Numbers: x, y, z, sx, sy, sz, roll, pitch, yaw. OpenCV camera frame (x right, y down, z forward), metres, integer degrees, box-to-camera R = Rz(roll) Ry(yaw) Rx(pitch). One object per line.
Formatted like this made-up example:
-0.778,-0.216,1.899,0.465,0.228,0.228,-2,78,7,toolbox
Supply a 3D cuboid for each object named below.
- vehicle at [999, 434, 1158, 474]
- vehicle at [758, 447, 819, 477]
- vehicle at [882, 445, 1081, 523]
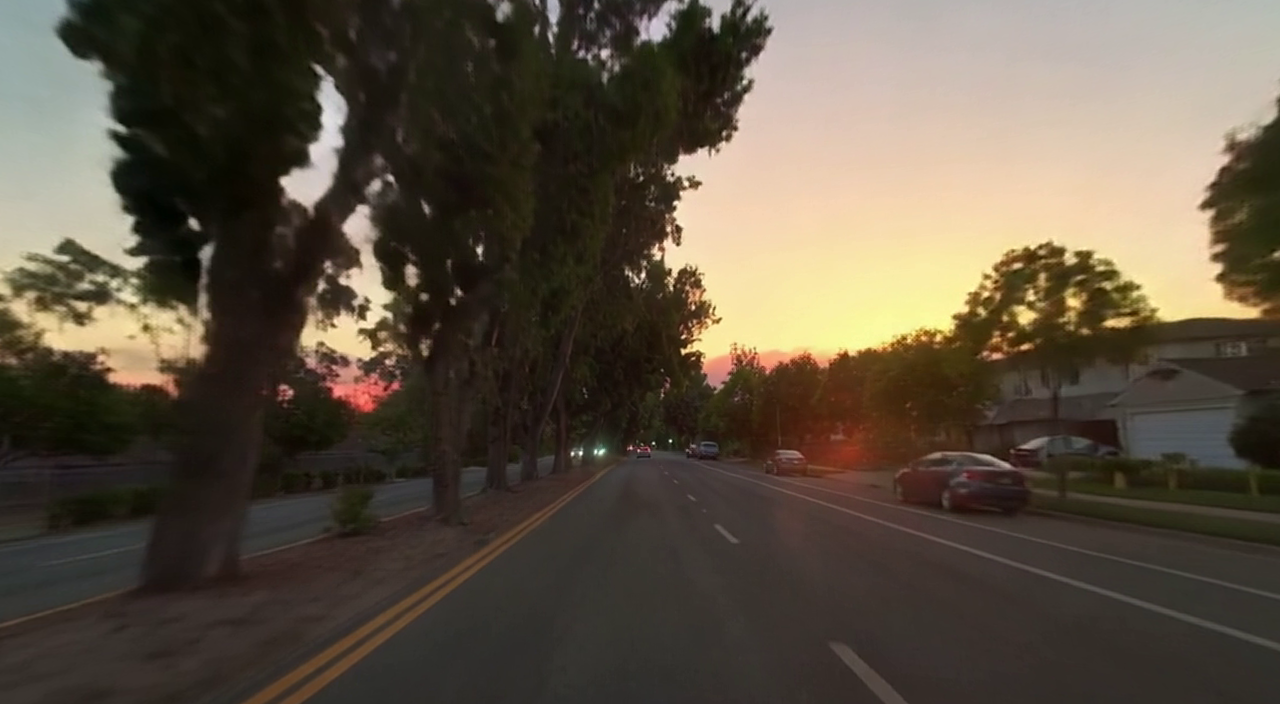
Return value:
17.749,4.151,25.760,4.793,1.537,2.353,1,-9,-5,vehicle
7.581,5.661,32.735,1.967,1.449,4.645,0,-9,-1,vehicle
7.393,2.866,14.372,2.010,1.469,4.548,0,-9,1,vehicle
